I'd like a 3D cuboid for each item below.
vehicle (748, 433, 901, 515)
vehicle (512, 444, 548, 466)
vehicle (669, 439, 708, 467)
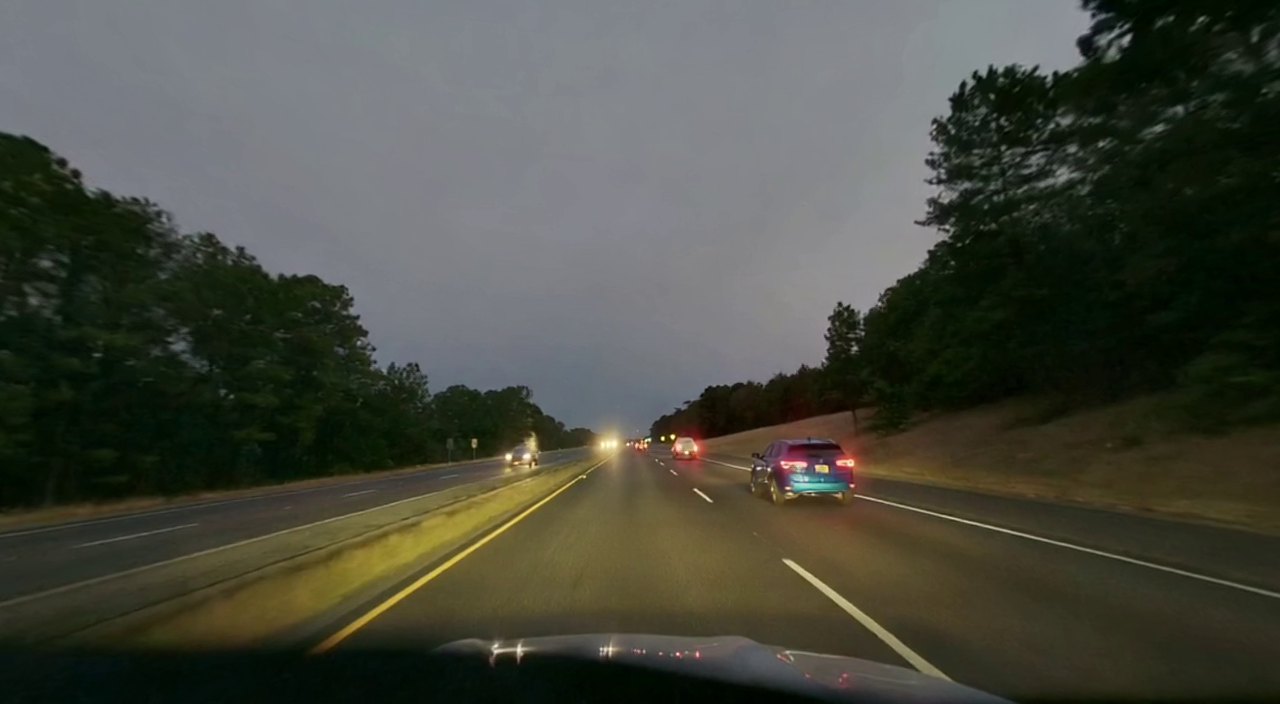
[{"bbox_3d":[3.831,2.592,13.965,1.999,1.501,4.221,0,-8,-2],"label":"vehicle"},{"bbox_3d":[-8.004,7.513,46.167,1.925,1.512,4.387,0,-8,0],"label":"vehicle"},{"bbox_3d":[3.119,6.578,41.226,2.043,1.673,4.016,0,-8,-2],"label":"vehicle"}]
